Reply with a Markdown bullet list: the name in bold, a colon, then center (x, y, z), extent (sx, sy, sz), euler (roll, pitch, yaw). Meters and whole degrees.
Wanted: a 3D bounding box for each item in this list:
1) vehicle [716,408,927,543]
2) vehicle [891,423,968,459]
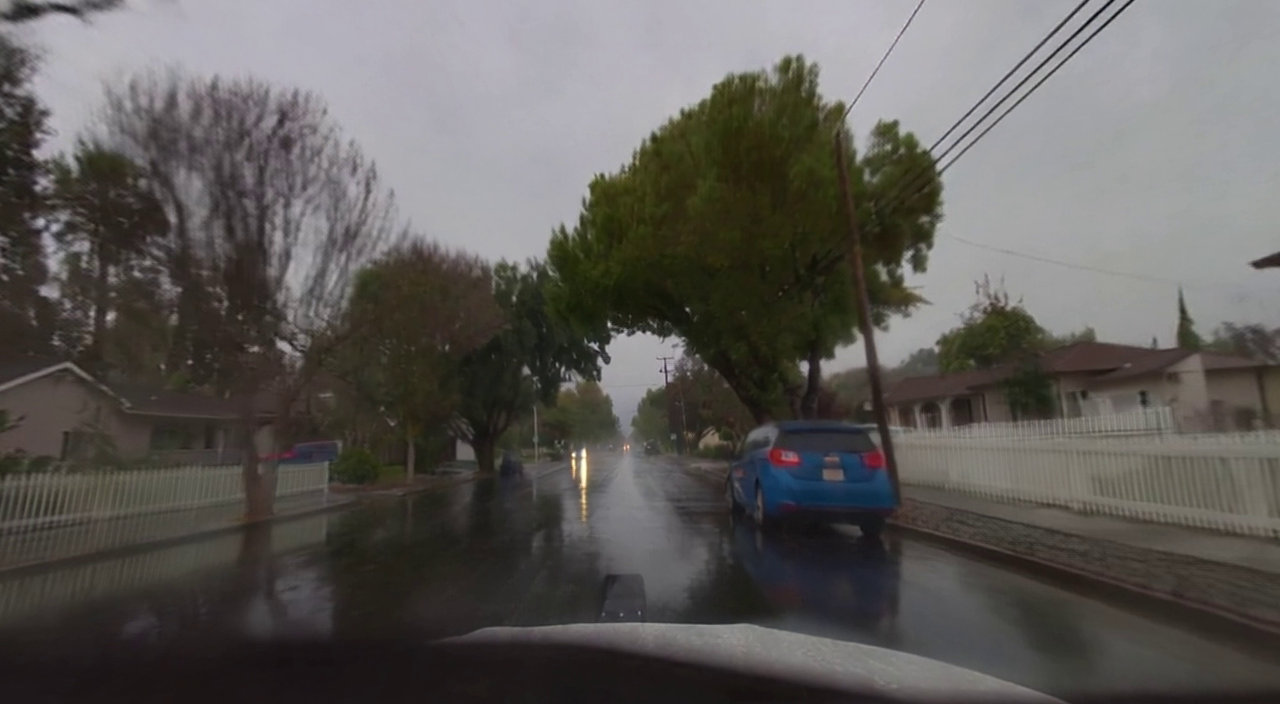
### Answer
- **vehicle**: center (2.724, 2.012, 10.904), extent (2.126, 1.795, 4.751), euler (0, -9, -1)
- **vehicle**: center (22.237, 6.895, 48.708), extent (4.736, 2.604, 2.339), euler (0, -10, -1)
